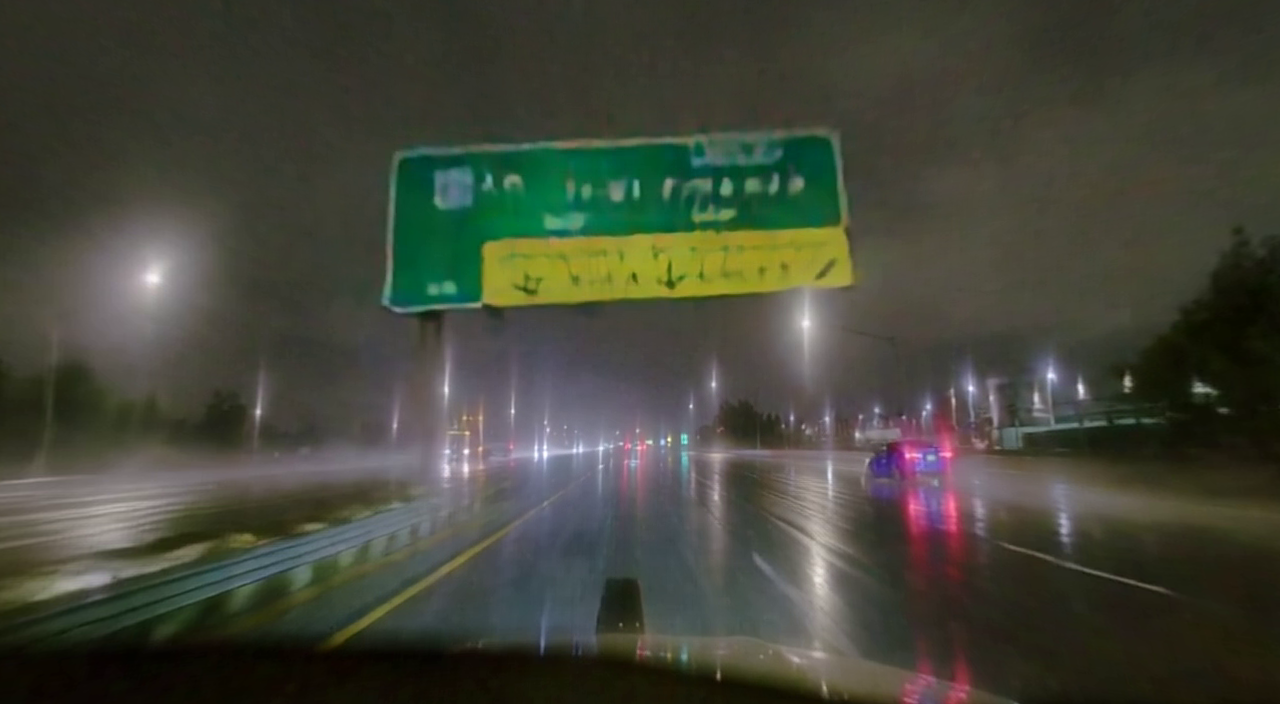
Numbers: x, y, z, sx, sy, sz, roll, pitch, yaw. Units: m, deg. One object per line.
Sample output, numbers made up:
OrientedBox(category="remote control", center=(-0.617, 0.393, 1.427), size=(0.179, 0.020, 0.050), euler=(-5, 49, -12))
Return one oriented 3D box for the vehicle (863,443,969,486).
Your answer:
OrientedBox(category="vehicle", center=(10.679, 4.350, 24.867), size=(2.024, 1.481, 4.747), euler=(1, -8, 0))
